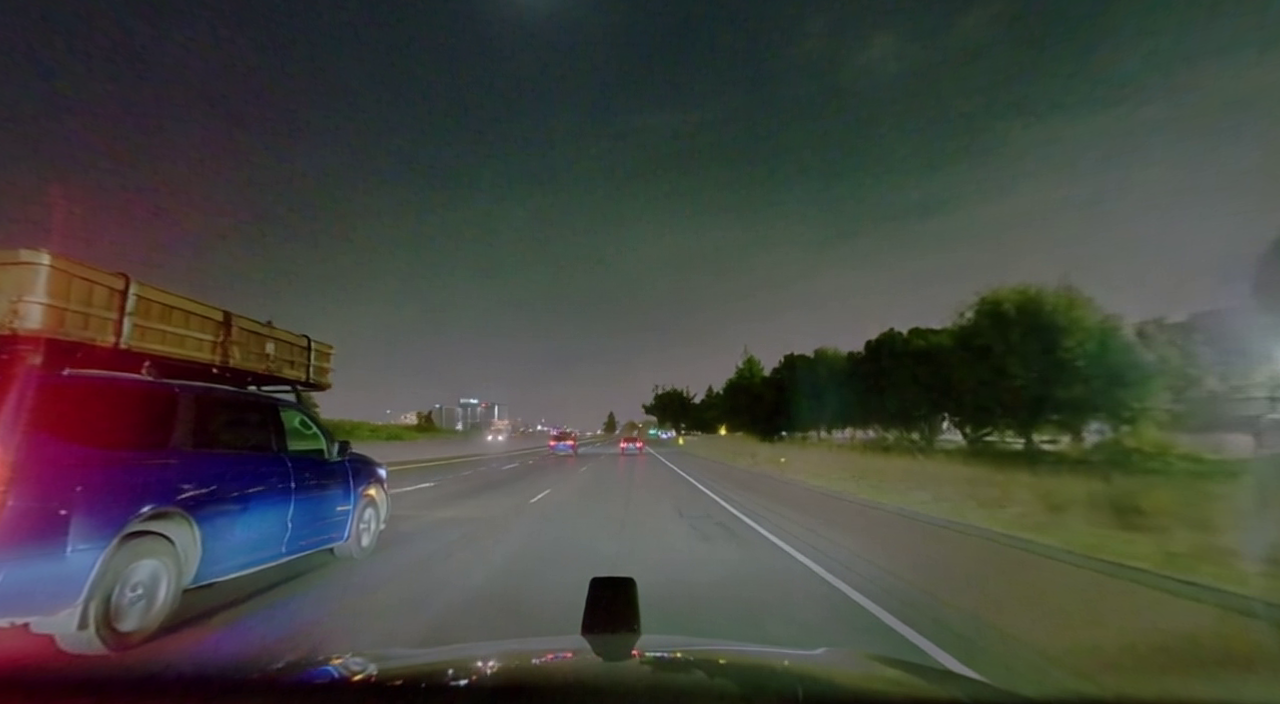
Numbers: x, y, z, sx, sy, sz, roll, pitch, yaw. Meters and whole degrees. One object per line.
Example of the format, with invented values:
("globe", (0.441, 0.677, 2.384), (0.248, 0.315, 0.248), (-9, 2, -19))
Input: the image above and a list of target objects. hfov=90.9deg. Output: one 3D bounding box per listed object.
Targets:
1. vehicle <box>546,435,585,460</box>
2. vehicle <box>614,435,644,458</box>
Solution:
("vehicle", (-4.971, 6.454, 42.739), (2.189, 1.580, 4.607), (0, -8, -1))
("vehicle", (-0.785, 6.928, 46.497), (2.151, 1.618, 3.898), (0, -8, 0))
